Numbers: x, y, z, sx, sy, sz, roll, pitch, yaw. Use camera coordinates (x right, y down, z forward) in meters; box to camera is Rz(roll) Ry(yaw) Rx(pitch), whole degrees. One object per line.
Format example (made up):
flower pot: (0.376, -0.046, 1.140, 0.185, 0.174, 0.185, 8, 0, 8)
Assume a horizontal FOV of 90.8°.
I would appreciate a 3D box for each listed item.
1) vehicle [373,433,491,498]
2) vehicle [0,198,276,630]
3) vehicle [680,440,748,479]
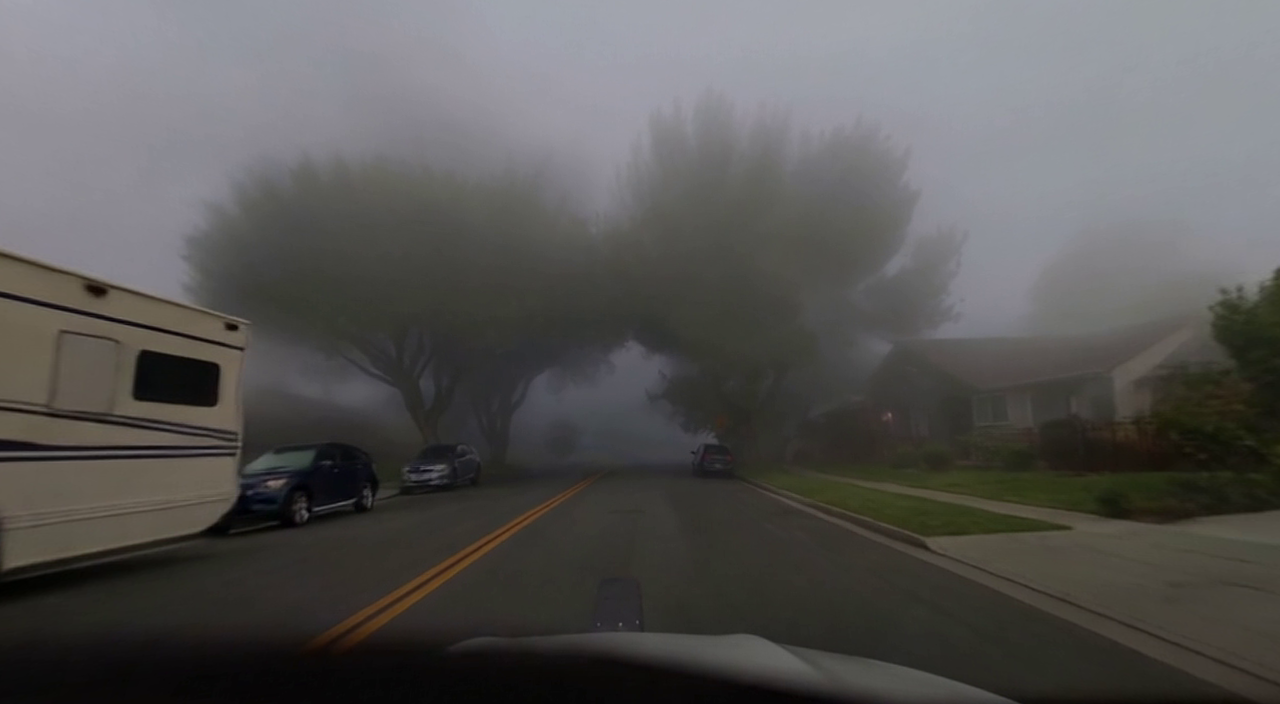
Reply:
vehicle: (-6.926, 3.821, 21.856, 2.225, 1.817, 5.731, -3, -8, -1)
vehicle: (-6.788, 0.180, 2.932, 3.103, 3.479, 11.801, -1, -9, 1)
vehicle: (2.990, 4.464, 26.535, 2.167, 1.479, 4.597, 0, -8, -1)
